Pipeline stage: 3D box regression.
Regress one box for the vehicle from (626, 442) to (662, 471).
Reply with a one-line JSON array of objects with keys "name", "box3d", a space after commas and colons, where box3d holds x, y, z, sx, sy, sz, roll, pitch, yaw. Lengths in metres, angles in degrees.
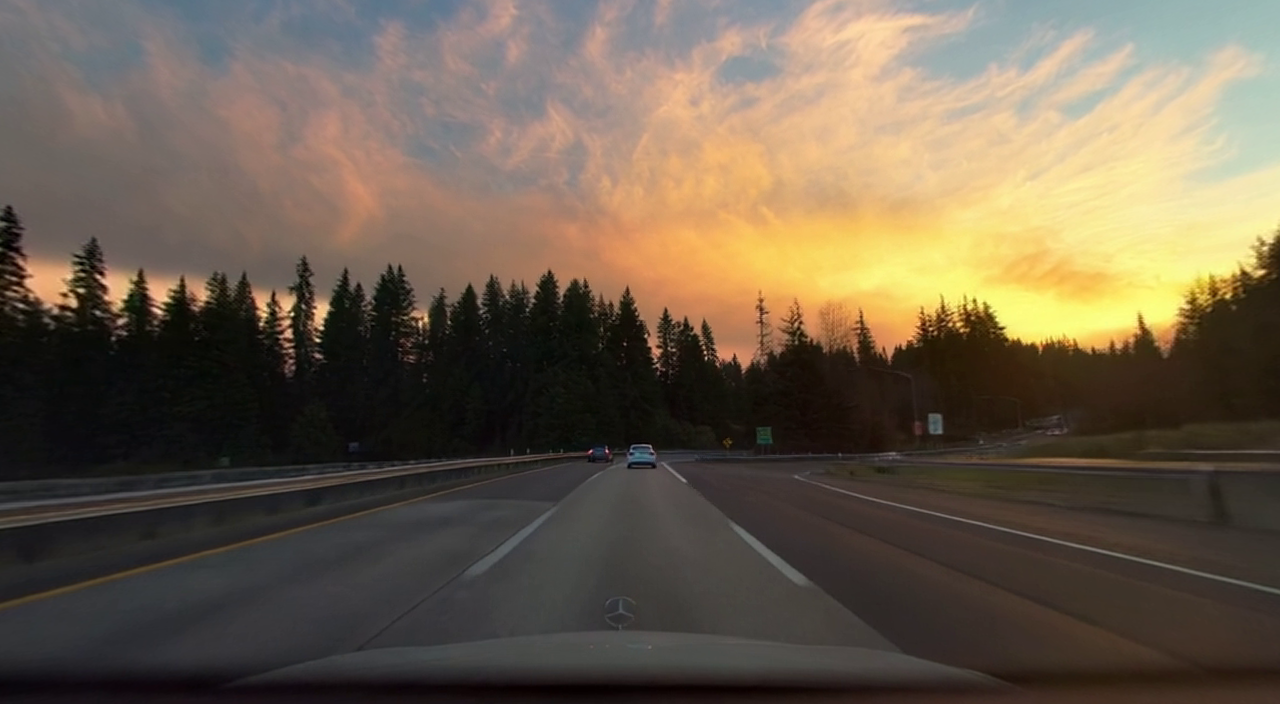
[{"name": "vehicle", "box3d": [0.218, 6.341, 38.440, 2.130, 1.684, 3.826, 0, -8, 0]}]
